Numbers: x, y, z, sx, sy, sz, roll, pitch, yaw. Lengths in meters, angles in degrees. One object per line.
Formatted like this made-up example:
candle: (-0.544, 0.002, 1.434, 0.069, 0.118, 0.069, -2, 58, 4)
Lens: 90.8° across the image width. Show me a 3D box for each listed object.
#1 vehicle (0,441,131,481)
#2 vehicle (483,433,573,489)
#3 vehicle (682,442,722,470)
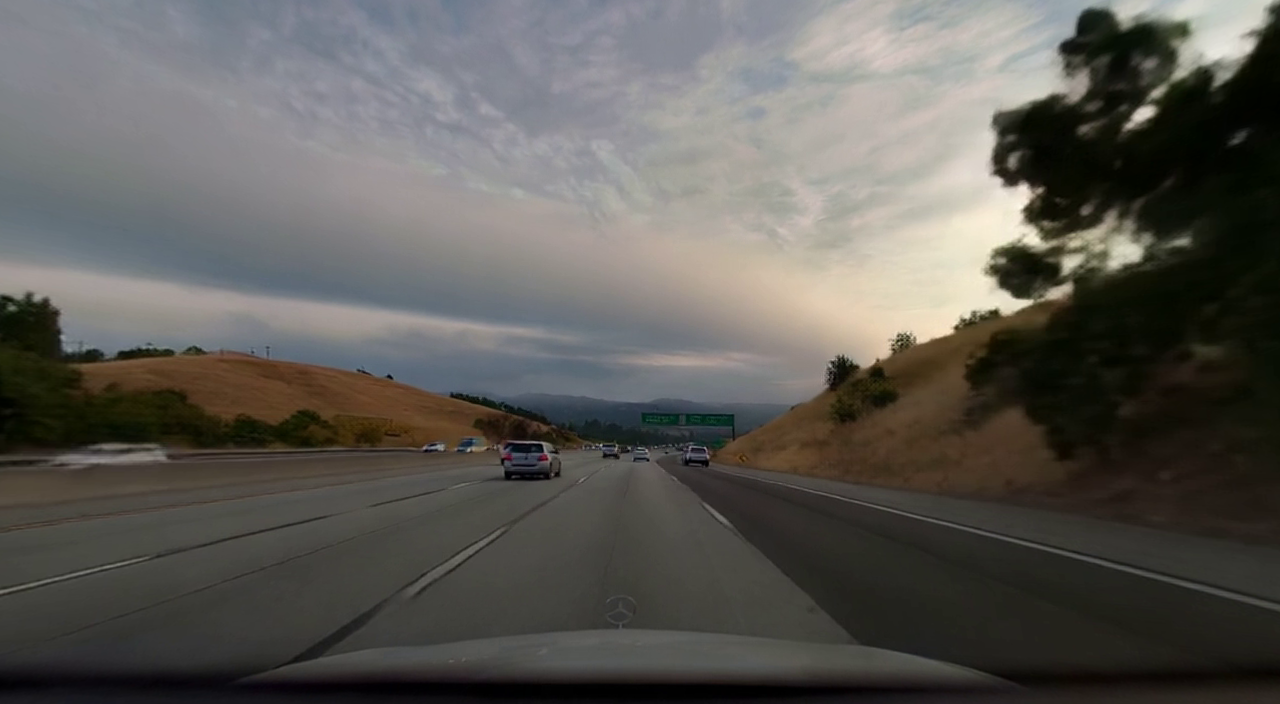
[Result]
vehicle: (-25.372, 4.752, 27.850, 2.010, 1.580, 4.522, 0, -8, 1)
vehicle: (-3.674, 3.676, 21.703, 2.166, 1.700, 4.661, 0, -9, 1)
vehicle: (4.172, 7.073, 43.151, 2.164, 1.788, 4.500, 0, -8, -1)
